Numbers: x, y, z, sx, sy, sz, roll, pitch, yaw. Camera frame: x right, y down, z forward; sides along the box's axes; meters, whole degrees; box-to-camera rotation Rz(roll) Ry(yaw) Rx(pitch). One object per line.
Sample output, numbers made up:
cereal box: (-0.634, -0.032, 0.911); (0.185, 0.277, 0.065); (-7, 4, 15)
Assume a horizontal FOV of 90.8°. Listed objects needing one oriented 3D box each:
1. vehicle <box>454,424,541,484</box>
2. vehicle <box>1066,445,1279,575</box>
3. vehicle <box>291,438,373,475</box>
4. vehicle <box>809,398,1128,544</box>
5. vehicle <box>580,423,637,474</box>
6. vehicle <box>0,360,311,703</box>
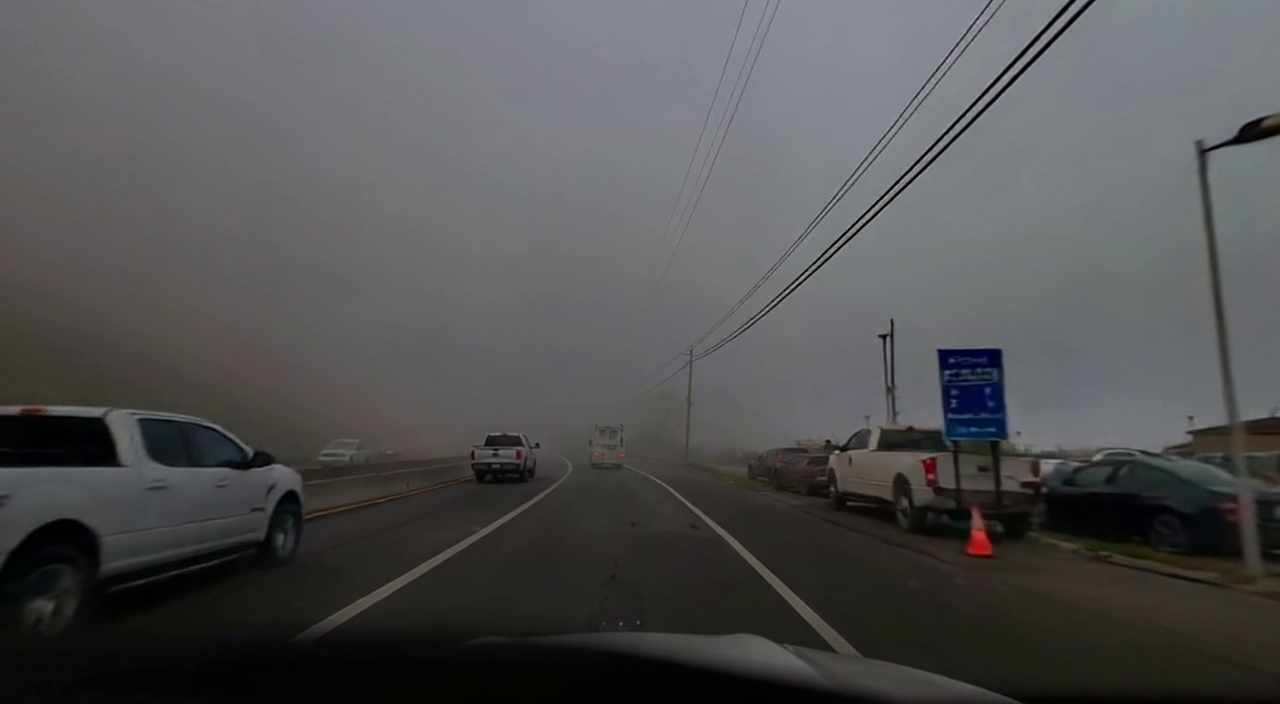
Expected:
vehicle: (-5.296, 3.893, 24.384); (2.345, 2.012, 5.693); (0, -9, -3)
vehicle: (9.358, 2.403, 10.250); (1.933, 1.480, 4.249); (2, -6, -1)
vehicle: (-14.436, 4.913, 29.910); (1.930, 1.591, 4.408); (1, -9, -4)
vehicle: (5.924, 2.303, 12.979); (2.706, 2.199, 6.527); (0, -9, -4)
vehicle: (-1.651, 4.729, 31.072); (2.486, 2.280, 5.291); (1, -9, -6)
vehicle: (-4.358, 1.027, 3.964); (2.185, 1.721, 4.550); (0, -8, -1)
